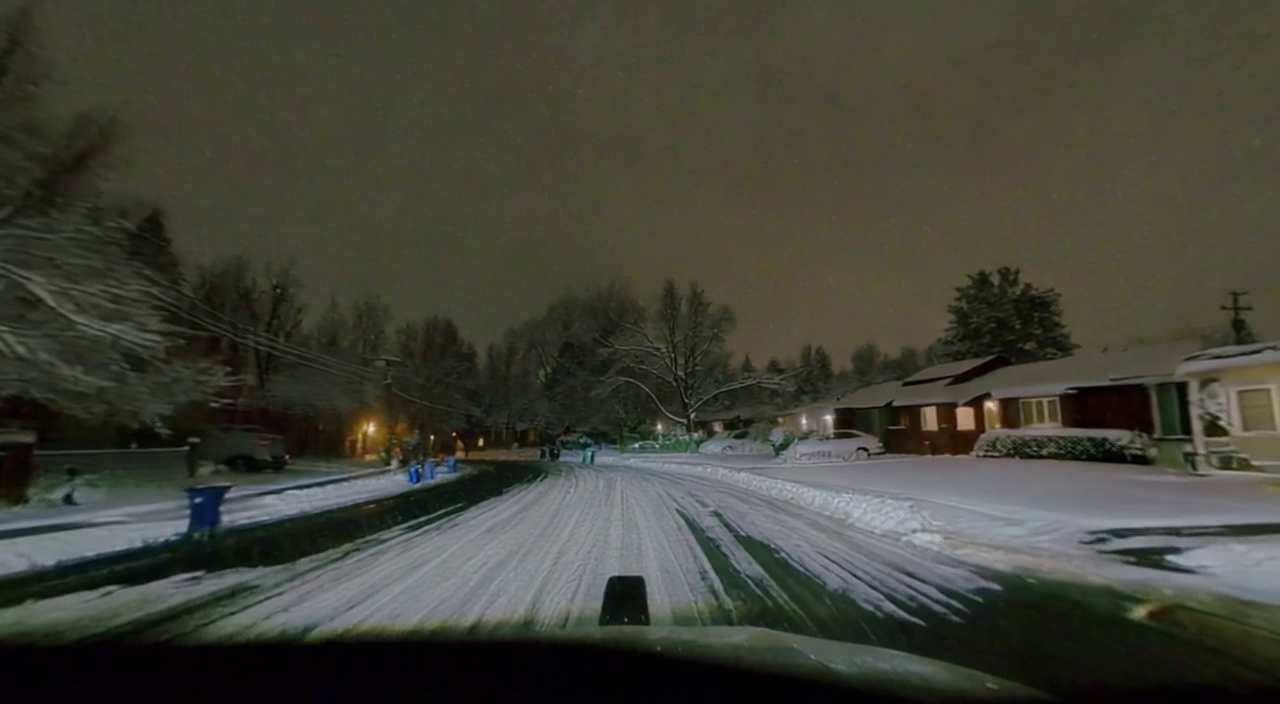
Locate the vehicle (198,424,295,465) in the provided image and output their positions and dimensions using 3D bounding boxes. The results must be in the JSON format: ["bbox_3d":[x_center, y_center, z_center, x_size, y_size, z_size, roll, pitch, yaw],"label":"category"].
[{"bbox_3d":[-20.077,4.756,32.500,2.407,1.912,5.091,1,-9,-10],"label":"vehicle"}]
